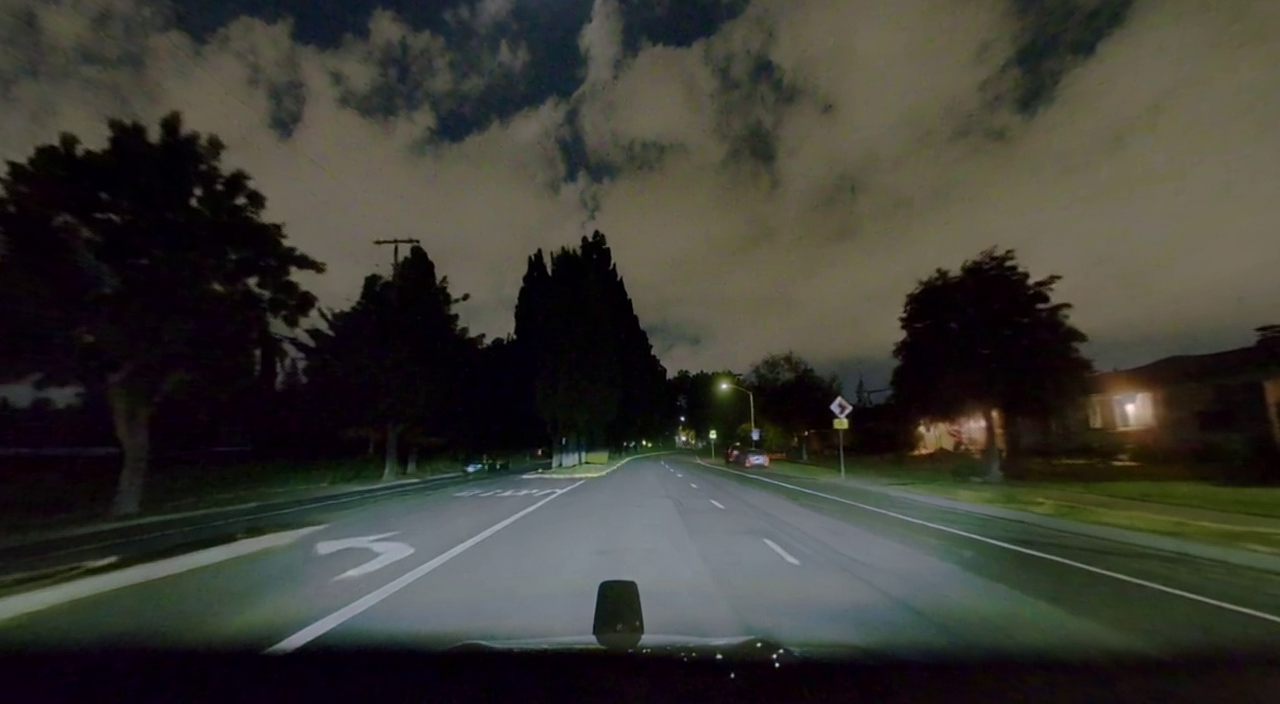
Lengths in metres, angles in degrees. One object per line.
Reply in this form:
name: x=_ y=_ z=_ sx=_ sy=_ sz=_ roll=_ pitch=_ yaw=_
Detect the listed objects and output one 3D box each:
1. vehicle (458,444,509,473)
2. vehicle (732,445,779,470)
vehicle: x=-10.664 y=7.261 z=43.328 sx=2.095 sy=1.815 sz=4.726 roll=-1 pitch=-8 yaw=3
vehicle: x=6.866 y=6.311 z=38.000 sx=1.946 sy=1.404 sz=4.609 roll=0 pitch=-8 yaw=0
